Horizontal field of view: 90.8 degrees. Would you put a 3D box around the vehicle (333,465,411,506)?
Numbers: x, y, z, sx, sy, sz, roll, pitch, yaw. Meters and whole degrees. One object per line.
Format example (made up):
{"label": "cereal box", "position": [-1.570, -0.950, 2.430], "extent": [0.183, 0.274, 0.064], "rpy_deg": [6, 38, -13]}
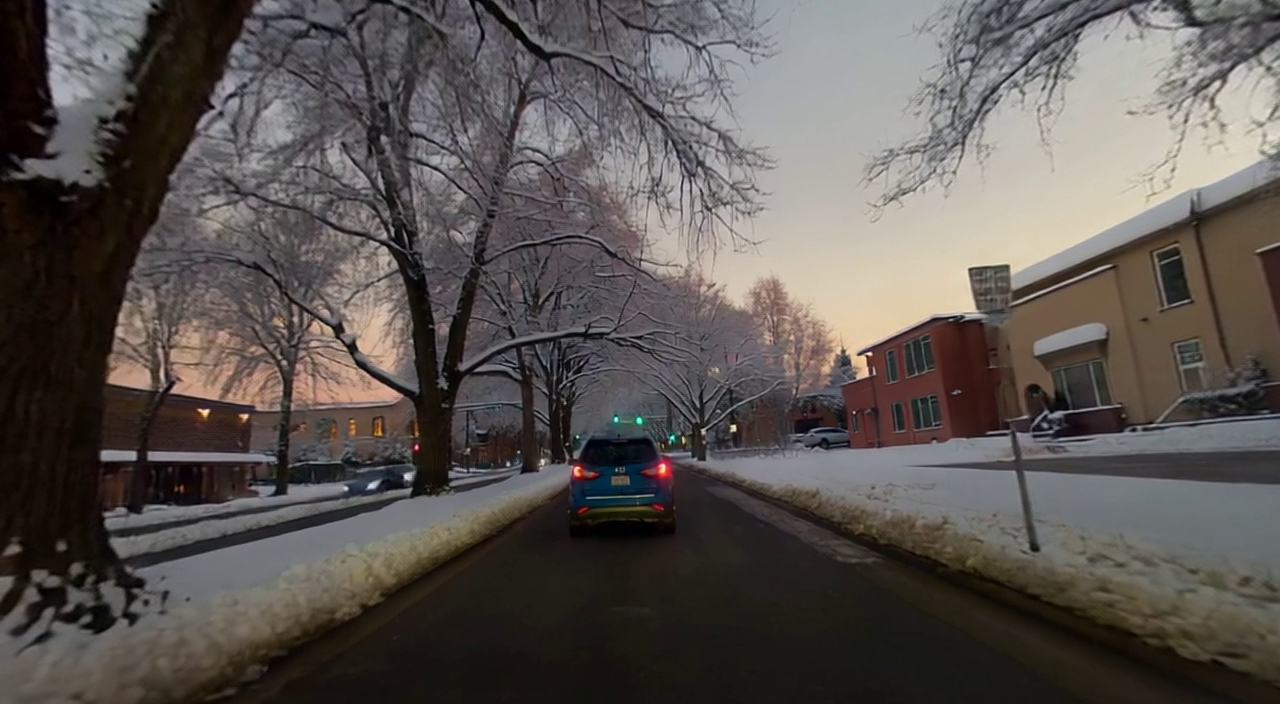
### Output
{"label": "vehicle", "position": [-12.178, 6.069, 29.036], "extent": [1.714, 1.578, 4.218], "rpy_deg": [0, -9, 0]}

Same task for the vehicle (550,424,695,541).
{"label": "vehicle", "position": [-0.274, 2.228, 11.344], "extent": [2.136, 1.703, 3.910], "rpy_deg": [0, -9, -1]}
